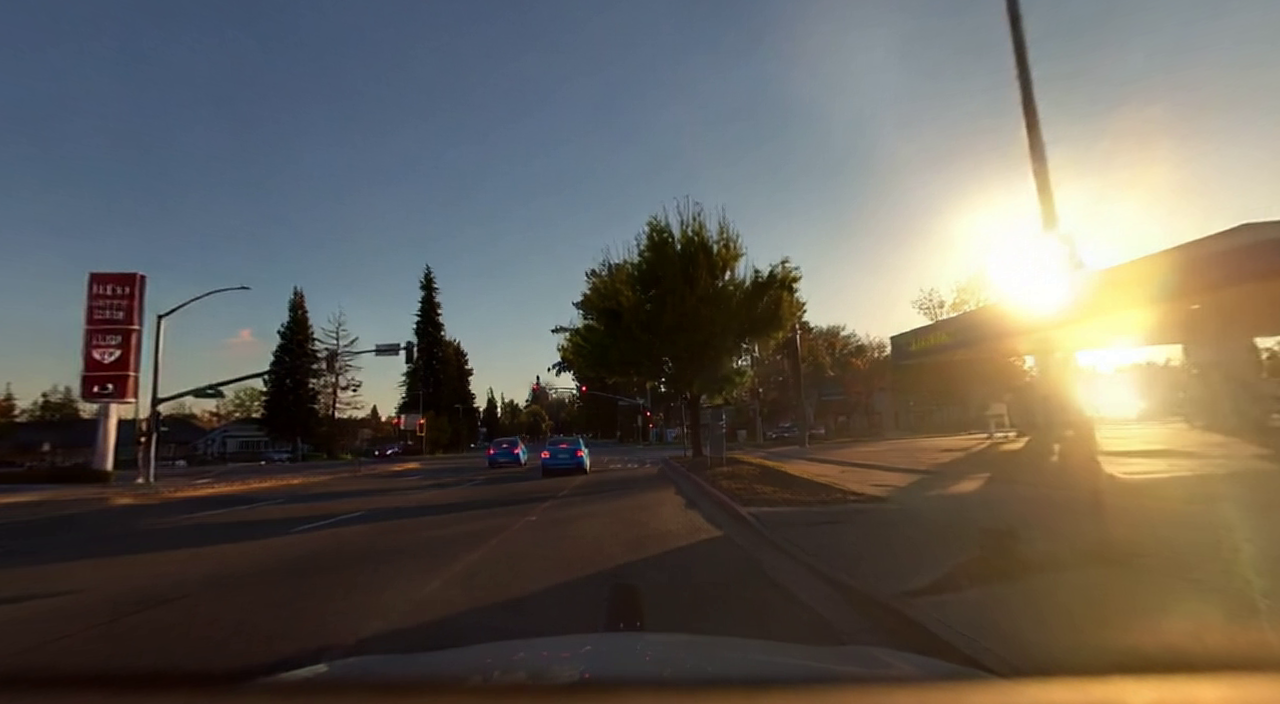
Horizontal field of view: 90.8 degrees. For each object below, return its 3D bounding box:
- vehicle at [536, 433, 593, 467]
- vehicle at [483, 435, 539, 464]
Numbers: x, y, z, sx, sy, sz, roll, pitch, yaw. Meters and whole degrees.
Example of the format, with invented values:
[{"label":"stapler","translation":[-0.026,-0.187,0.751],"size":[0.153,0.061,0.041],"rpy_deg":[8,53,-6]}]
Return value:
[{"label":"vehicle","translation":[-3.450,4.596,29.835],"size":[2.054,1.449,4.772],"rpy_deg":[0,-8,1]},{"label":"vehicle","translation":[-6.752,5.160,33.501],"size":[1.966,1.439,4.161],"rpy_deg":[0,-8,2]}]
